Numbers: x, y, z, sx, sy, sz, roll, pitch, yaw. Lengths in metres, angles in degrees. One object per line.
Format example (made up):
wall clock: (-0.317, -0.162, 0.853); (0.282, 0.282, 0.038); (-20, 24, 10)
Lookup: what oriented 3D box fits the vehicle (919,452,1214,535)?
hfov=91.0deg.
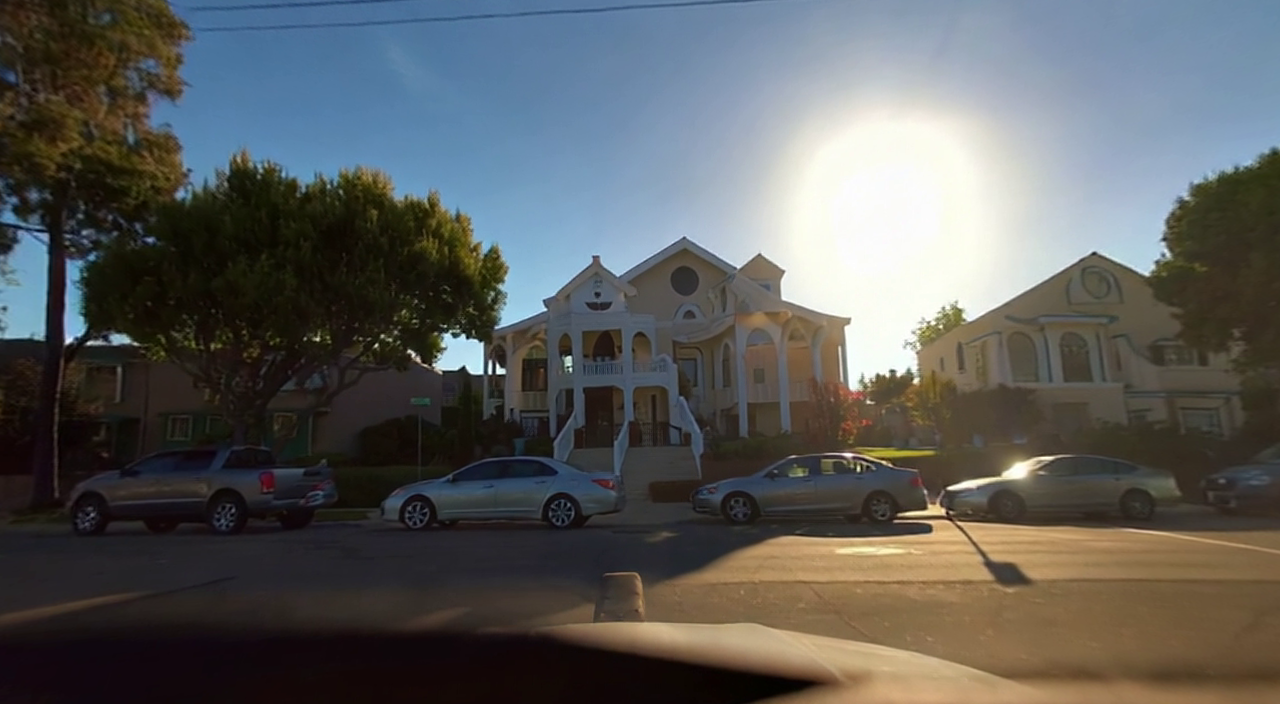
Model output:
vehicle: (8.507, 2.829, 12.836); (4.785, 1.471, 1.798); (1, -8, -3)

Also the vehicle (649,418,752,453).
vehicle: (2.715, 3.855, 28.946); (4.565, 1.479, 1.775); (1, -8, -1)

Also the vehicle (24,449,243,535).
vehicle: (-11.410, 3.104, 14.639); (1.827, 1.648, 4.030); (1, -8, -3)

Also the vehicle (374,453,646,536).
vehicle: (-2.421, 2.814, 12.749); (5.075, 1.436, 1.863); (1, -8, 1)

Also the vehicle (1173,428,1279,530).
vehicle: (14.676, 2.662, 13.348); (4.513, 1.970, 2.512); (1, -8, -3)

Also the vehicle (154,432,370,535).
vehicle: (-8.420, 2.906, 14.677); (2.046, 1.969, 4.585); (0, -8, 2)

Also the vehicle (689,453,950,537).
vehicle: (3.365, 2.783, 12.557); (4.663, 1.452, 1.801); (1, -8, 1)
